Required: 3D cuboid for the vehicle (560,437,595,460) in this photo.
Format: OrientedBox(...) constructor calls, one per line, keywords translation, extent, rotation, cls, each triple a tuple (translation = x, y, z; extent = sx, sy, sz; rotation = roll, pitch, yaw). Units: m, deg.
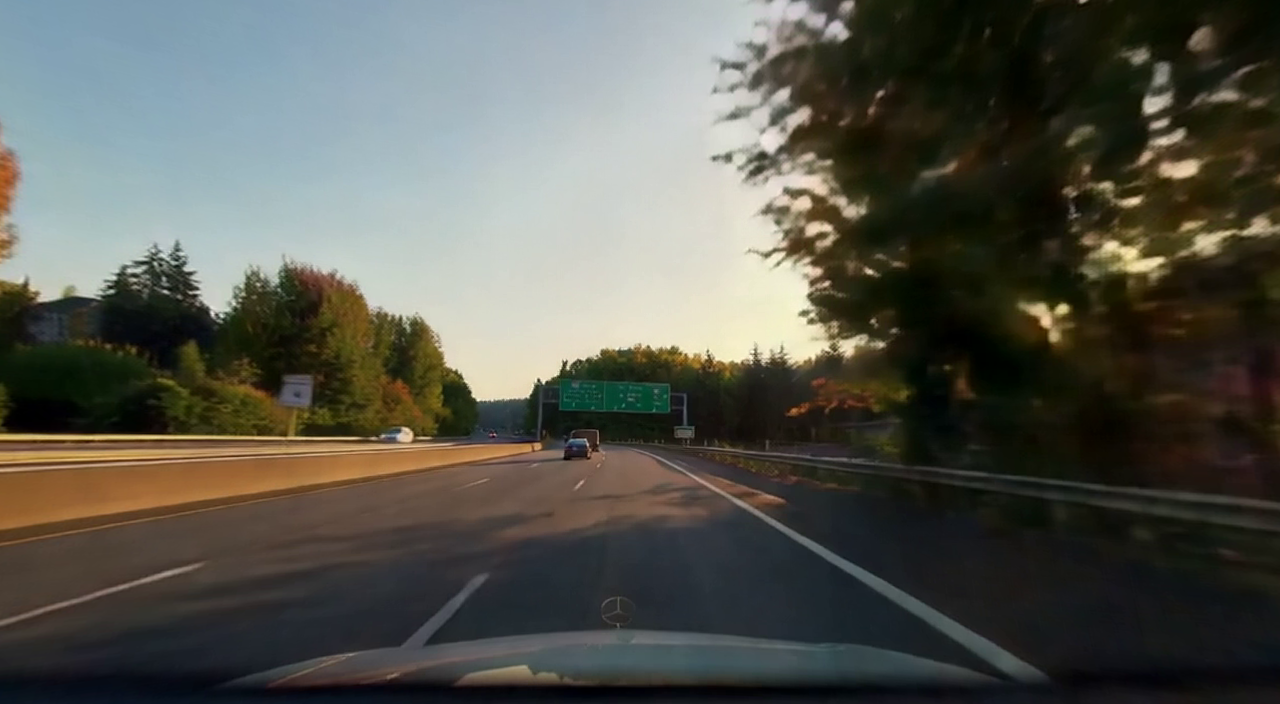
OrientedBox(translation=(-4.585, 7.128, 46.626), extent=(2.217, 1.604, 4.614), rotation=(0, -8, -1), cls="vehicle")
